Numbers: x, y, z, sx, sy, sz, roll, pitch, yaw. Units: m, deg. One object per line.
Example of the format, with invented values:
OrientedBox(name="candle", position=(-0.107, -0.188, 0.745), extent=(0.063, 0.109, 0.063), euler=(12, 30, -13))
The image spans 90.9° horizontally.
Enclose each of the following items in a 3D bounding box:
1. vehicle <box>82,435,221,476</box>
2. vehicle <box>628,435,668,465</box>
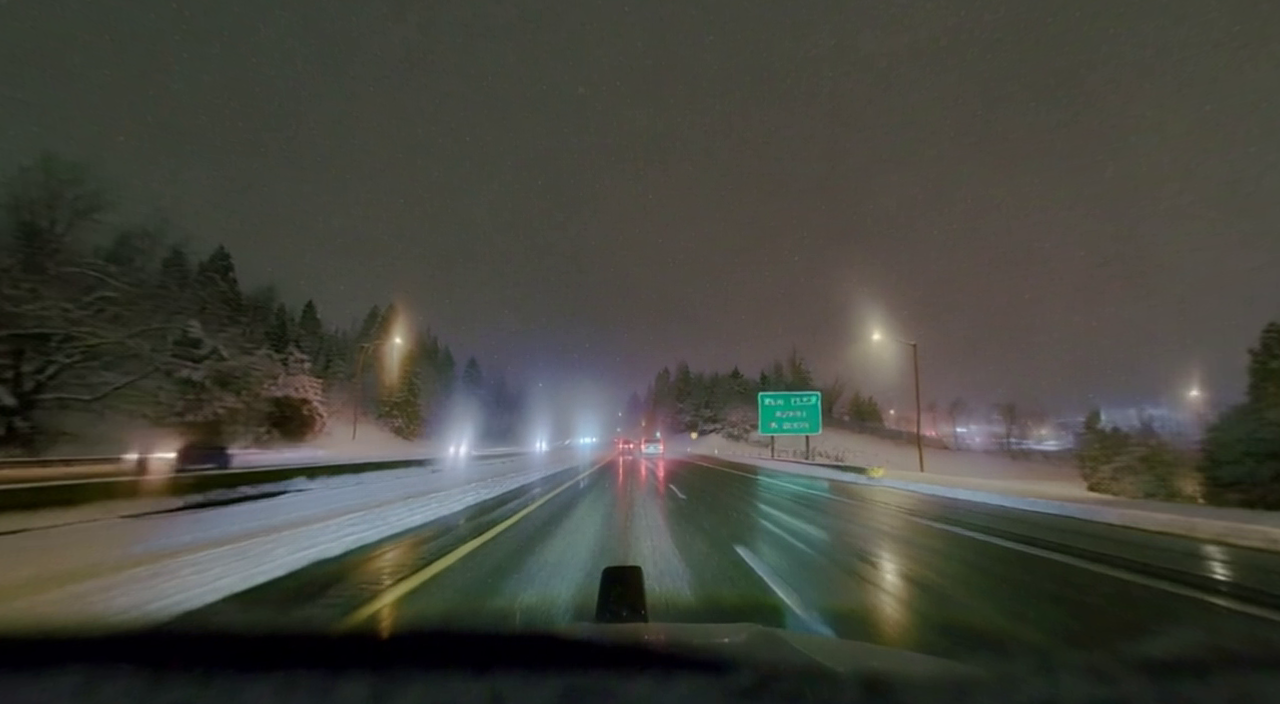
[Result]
OrientedBox(name="vehicle", position=(-20.522, 4.360, 26.846), extent=(2.042, 1.524, 4.936), euler=(-1, -9, -1))
OrientedBox(name="vehicle", position=(0.469, 6.777, 43.672), extent=(2.431, 1.916, 4.808), euler=(0, -9, -3))
